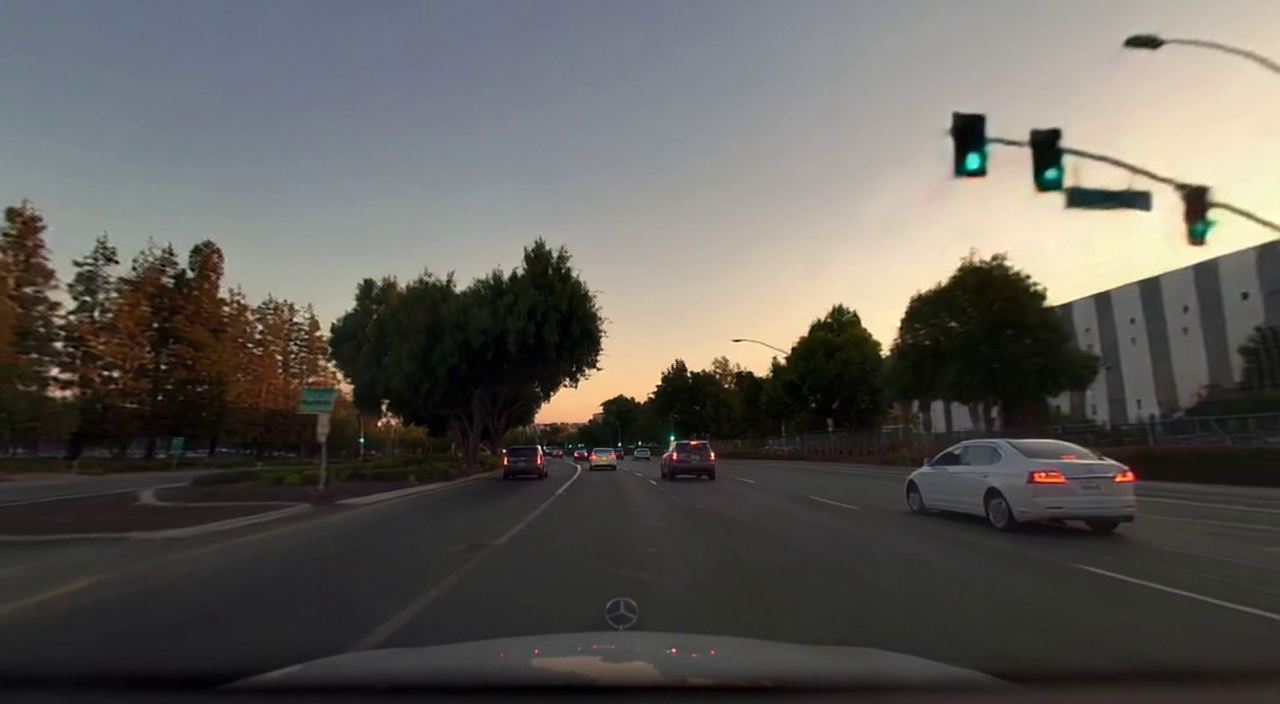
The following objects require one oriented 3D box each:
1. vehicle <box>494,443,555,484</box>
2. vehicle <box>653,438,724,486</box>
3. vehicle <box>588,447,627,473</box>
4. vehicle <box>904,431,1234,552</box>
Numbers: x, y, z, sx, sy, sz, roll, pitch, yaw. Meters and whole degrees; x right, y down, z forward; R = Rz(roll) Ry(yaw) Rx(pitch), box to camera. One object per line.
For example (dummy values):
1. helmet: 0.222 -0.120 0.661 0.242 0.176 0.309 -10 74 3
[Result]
1. vehicle: -5.106 4.991 28.564 2.172 1.671 4.175 0 -8 -3
2. vehicle: 1.800 4.285 25.020 2.161 1.716 4.194 0 -8 -4
3. vehicle: -2.034 6.500 38.293 2.155 1.486 4.403 0 -8 -5
4. vehicle: 6.052 1.987 9.753 1.945 1.408 4.288 0 -8 -3
